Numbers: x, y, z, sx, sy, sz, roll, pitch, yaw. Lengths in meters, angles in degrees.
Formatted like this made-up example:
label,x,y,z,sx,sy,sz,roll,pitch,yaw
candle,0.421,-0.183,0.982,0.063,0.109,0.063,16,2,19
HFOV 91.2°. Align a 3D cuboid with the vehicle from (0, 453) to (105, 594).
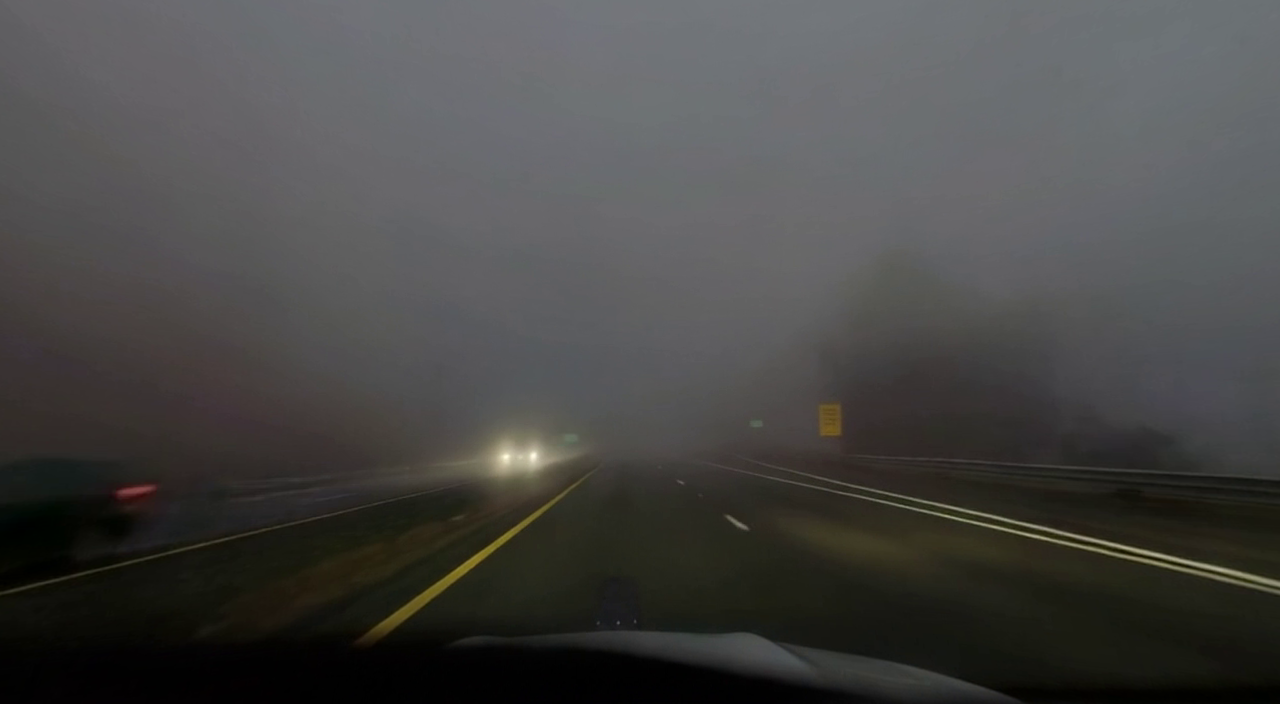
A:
label,x,y,z,sx,sy,sz,roll,pitch,yaw
vehicle,-8.260,1.847,6.318,1.961,1.587,4.391,0,-9,-3
